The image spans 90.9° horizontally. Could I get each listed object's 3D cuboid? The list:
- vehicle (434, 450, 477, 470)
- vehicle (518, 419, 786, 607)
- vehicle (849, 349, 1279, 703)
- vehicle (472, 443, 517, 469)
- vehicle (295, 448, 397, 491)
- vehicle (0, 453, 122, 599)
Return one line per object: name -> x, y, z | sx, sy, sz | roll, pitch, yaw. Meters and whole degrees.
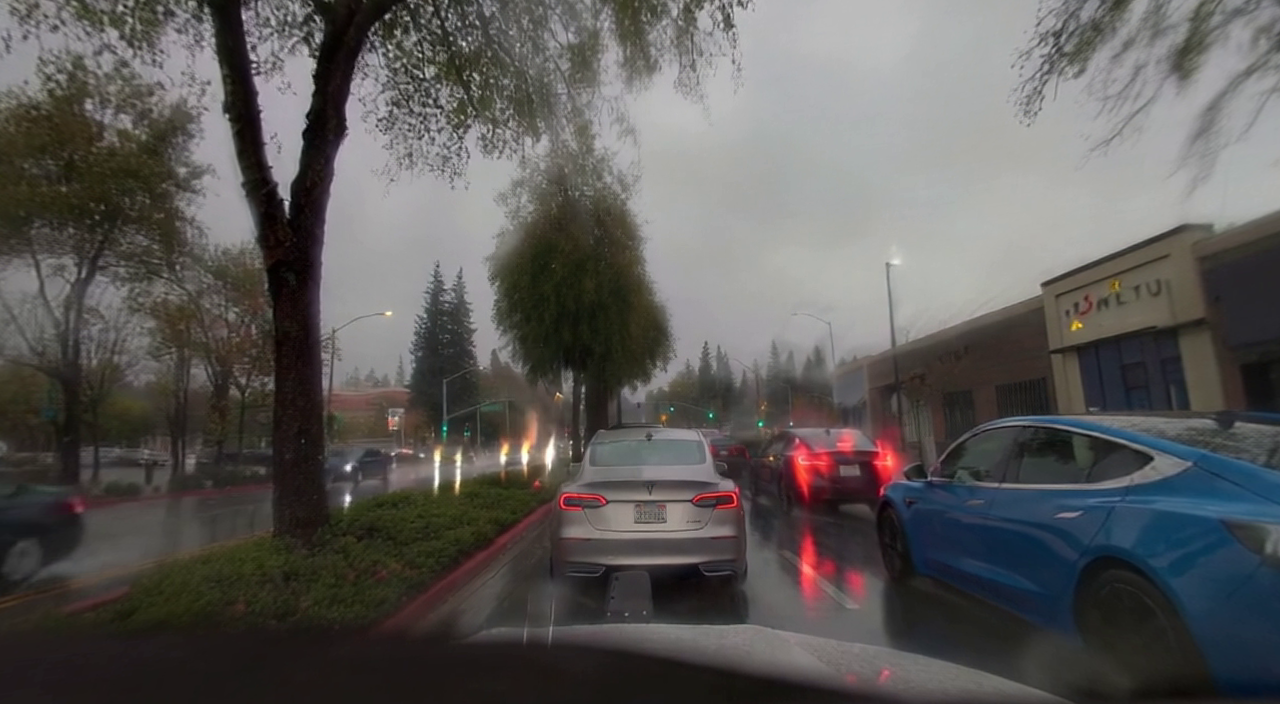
vehicle -> -14.570, 8.506, 49.933 | 1.999, 1.462, 4.200 | 0, -8, 2
vehicle -> 0.102, 1.581, 7.085 | 2.137, 1.488, 3.938 | 0, -8, 0
vehicle -> 3.198, 1.127, 4.230 | 2.038, 1.651, 4.455 | 0, -8, 0
vehicle -> -10.899, 7.798, 47.566 | 2.122, 1.786, 4.757 | 0, -8, 2
vehicle -> -11.509, 4.609, 25.061 | 1.917, 1.506, 4.280 | 0, -8, 1
vehicle -> -7.741, 1.750, 5.982 | 1.979, 1.490, 4.225 | 0, -8, 1
